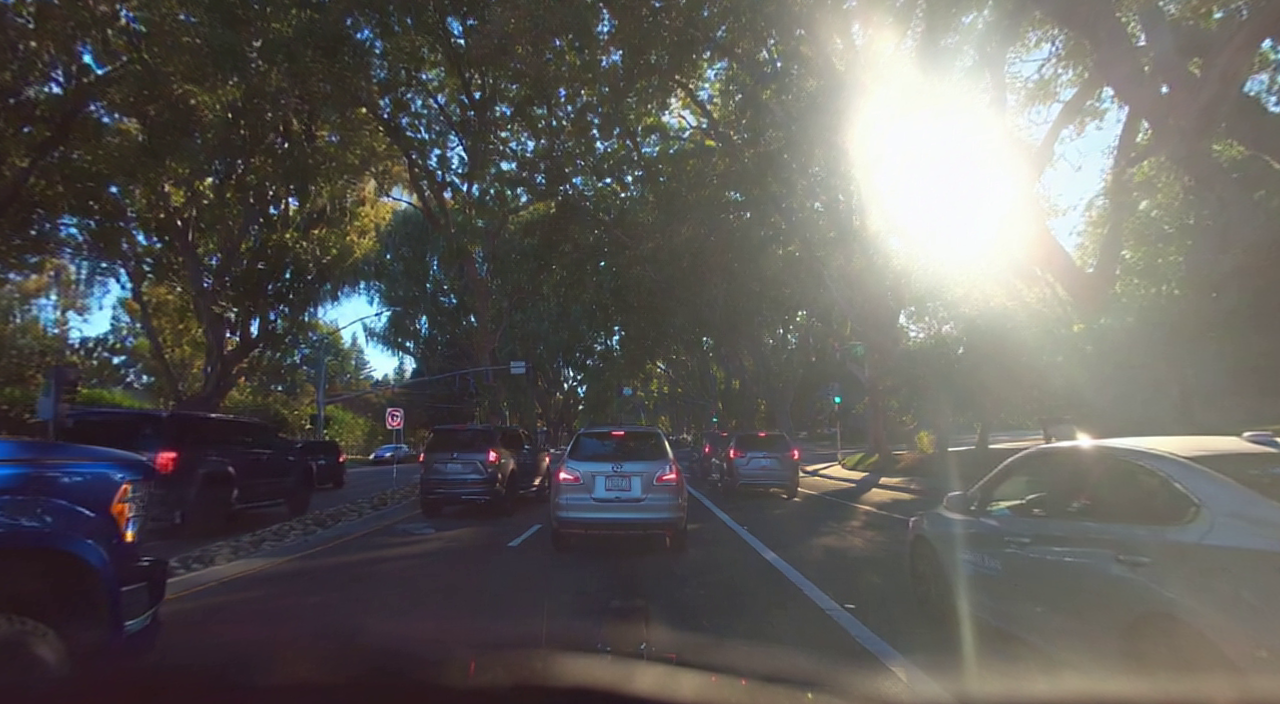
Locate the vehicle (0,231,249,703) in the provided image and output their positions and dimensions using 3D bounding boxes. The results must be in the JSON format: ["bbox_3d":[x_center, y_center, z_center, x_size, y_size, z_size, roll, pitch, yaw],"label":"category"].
[{"bbox_3d":[-3.469,0.374,0.444,2.656,2.021,5.800,0,-8,0],"label":"vehicle"}]

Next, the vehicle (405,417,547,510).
[{"bbox_3d":[-3.637,2.572,14.979,2.089,1.857,4.488,0,-8,1],"label":"vehicle"}]

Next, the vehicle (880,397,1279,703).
[{"bbox_3d":[3.013,1.033,3.019,1.874,1.477,4.698,0,-8,0],"label":"vehicle"}]

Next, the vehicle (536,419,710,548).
[{"bbox_3d":[-0.223,1.938,9.890,2.194,1.607,3.690,0,-8,0],"label":"vehicle"}]

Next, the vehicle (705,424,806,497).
[{"bbox_3d":[3.184,3.114,18.434,2.102,1.841,4.587,0,-8,0],"label":"vehicle"}]
